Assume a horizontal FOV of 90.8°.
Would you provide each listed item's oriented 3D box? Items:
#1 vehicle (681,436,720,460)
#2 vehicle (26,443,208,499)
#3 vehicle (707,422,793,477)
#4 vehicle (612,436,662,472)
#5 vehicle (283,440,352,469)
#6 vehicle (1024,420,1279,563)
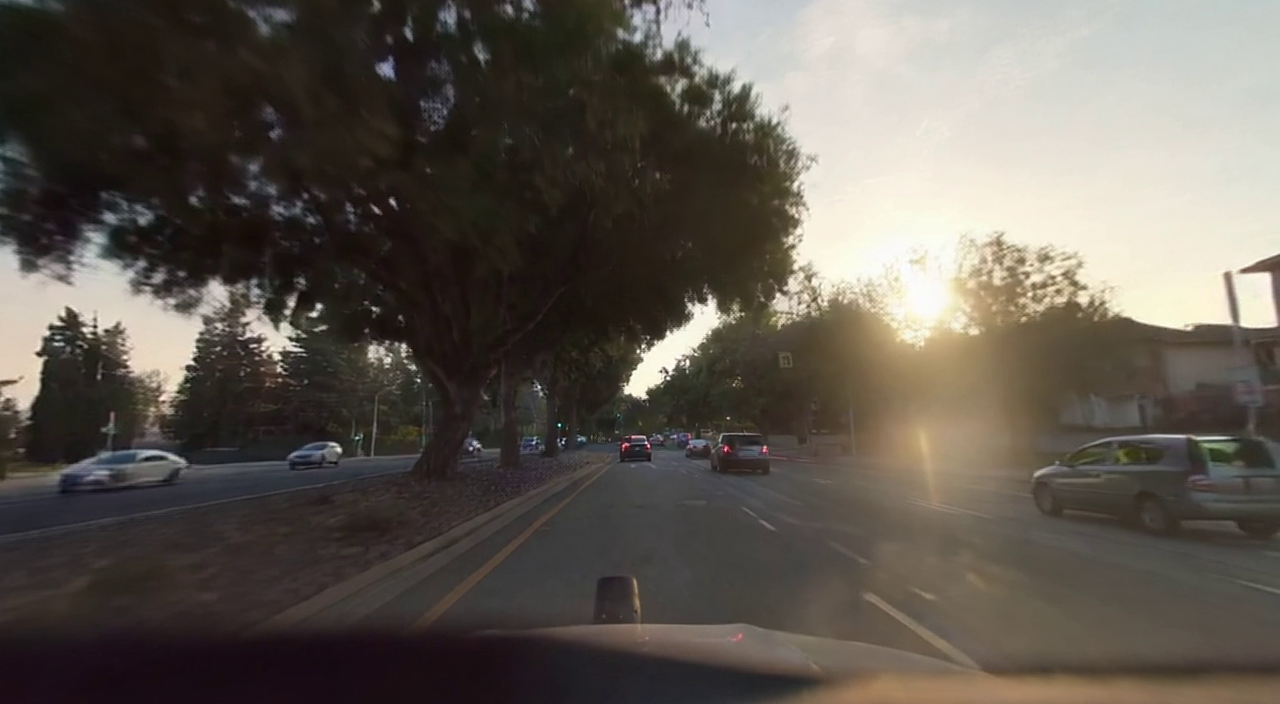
[{"bbox_3d":[3.856,6.233,41.036,2.064,1.474,4.389,0,-8,-1],"label":"vehicle"},{"bbox_3d":[-15.613,3.531,19.241,1.825,1.467,4.364,0,-8,-1],"label":"vehicle"},{"bbox_3d":[3.924,3.613,23.447,2.209,1.813,4.724,0,-8,-2],"label":"vehicle"},{"bbox_3d":[-0.123,4.373,27.347,1.988,1.418,4.214,0,-8,-1],"label":"vehicle"},{"bbox_3d":[-19.802,6.300,39.001,1.923,1.703,4.469,0,-8,0],"label":"vehicle"},{"bbox_3d":[7.638,1.786,8.808,1.949,1.492,4.103,0,-8,-1],"label":"vehicle"}]
